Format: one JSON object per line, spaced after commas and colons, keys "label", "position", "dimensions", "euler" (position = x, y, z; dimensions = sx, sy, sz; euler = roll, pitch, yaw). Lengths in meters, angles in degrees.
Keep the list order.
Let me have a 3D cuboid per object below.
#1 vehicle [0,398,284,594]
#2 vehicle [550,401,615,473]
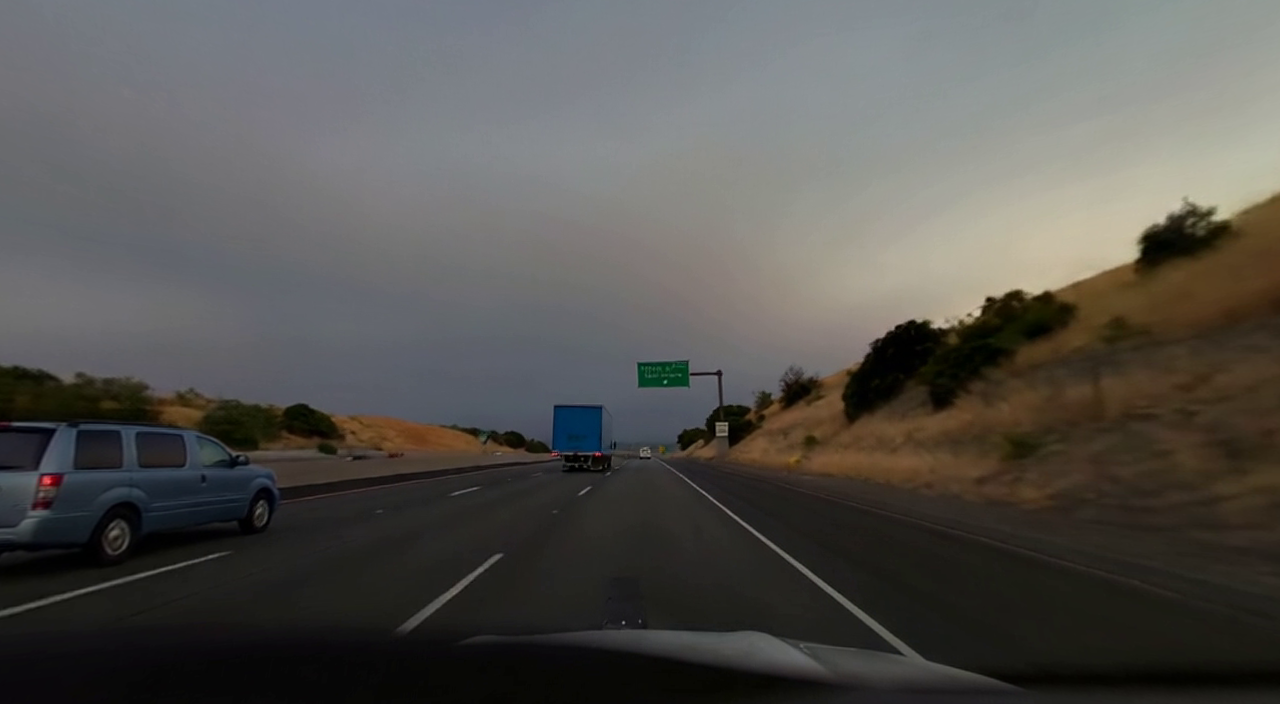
{"label": "vehicle", "position": [-7.252, 1.699, 8.198], "dimensions": [2.175, 1.860, 5.236], "euler": [0, -8, 0]}
{"label": "vehicle", "position": [-3.581, 5.932, 43.629], "dimensions": [2.893, 4.073, 15.281], "euler": [0, -8, 0]}
